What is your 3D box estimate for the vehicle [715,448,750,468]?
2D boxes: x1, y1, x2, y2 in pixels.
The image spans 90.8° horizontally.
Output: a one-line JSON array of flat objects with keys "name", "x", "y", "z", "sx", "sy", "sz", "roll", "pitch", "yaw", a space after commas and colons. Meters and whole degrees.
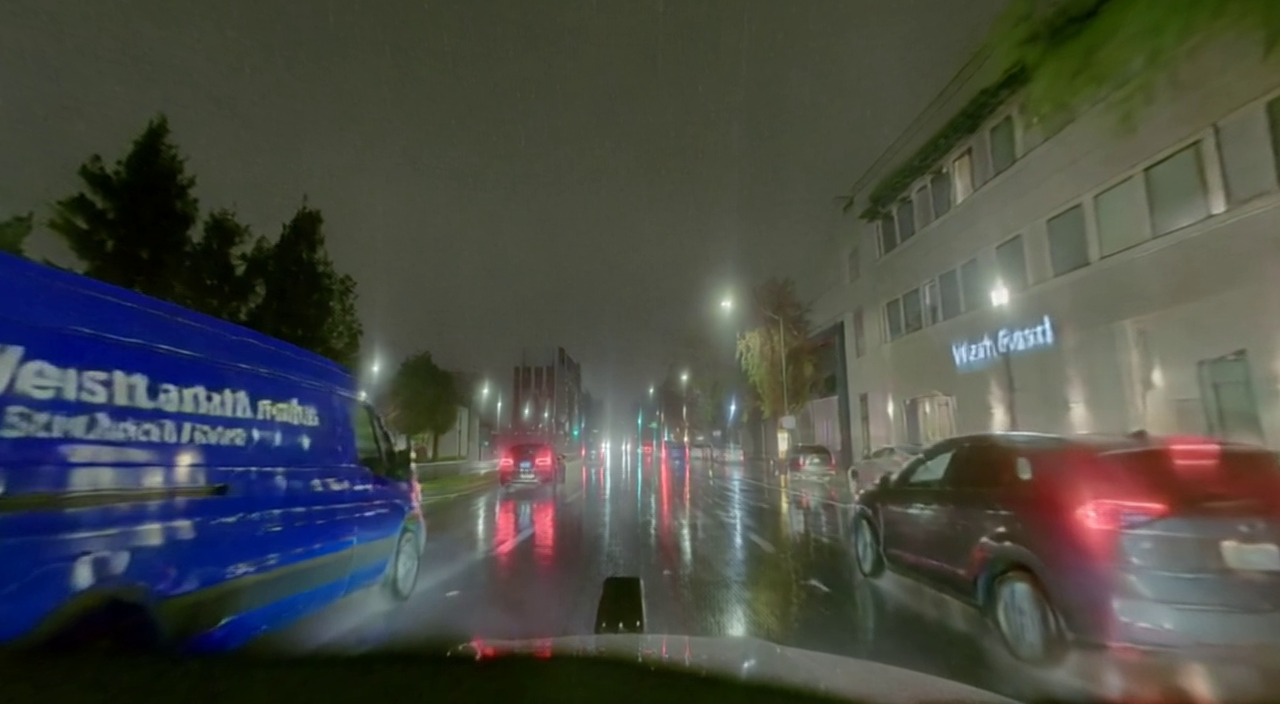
[{"name": "vehicle", "x": 6.791, "y": 7.791, "z": 46.670, "sx": 1.896, "sy": 1.442, "sz": 4.305, "roll": 0, "pitch": -9, "yaw": -1}]

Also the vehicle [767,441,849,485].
[{"name": "vehicle", "x": 6.671, "y": 4.453, "z": 25.567, "sx": 1.983, "sy": 1.618, "sz": 4.108, "roll": 0, "pitch": -9, "yaw": -4}]

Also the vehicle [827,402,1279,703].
[{"name": "vehicle", "x": 3.227, "y": 1.301, "z": 4.951, "sx": 2.021, "sy": 1.491, "sz": 4.563, "roll": 0, "pitch": -9, "yaw": -1}]

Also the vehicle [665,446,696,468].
[{"name": "vehicle", "x": 2.882, "y": 7.576, "z": 45.841, "sx": 1.961, "sy": 1.482, "sz": 4.538, "roll": 0, "pitch": -9, "yaw": -1}]

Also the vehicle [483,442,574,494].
[{"name": "vehicle", "x": -3.458, "y": 3.682, "z": 20.430, "sx": 2.060, "sy": 1.466, "sz": 4.387, "roll": 0, "pitch": -9, "yaw": 1}]

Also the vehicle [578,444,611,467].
[{"name": "vehicle", "x": -3.453, "y": 8.001, "z": 48.903, "sx": 2.145, "sy": 1.694, "sz": 4.642, "roll": 0, "pitch": -9, "yaw": 1}]

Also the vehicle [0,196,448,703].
[{"name": "vehicle", "x": -3.423, "y": 0.842, "z": 4.096, "sx": 2.490, "sy": 2.153, "sz": 5.594, "roll": 0, "pitch": -9, "yaw": 1}]
